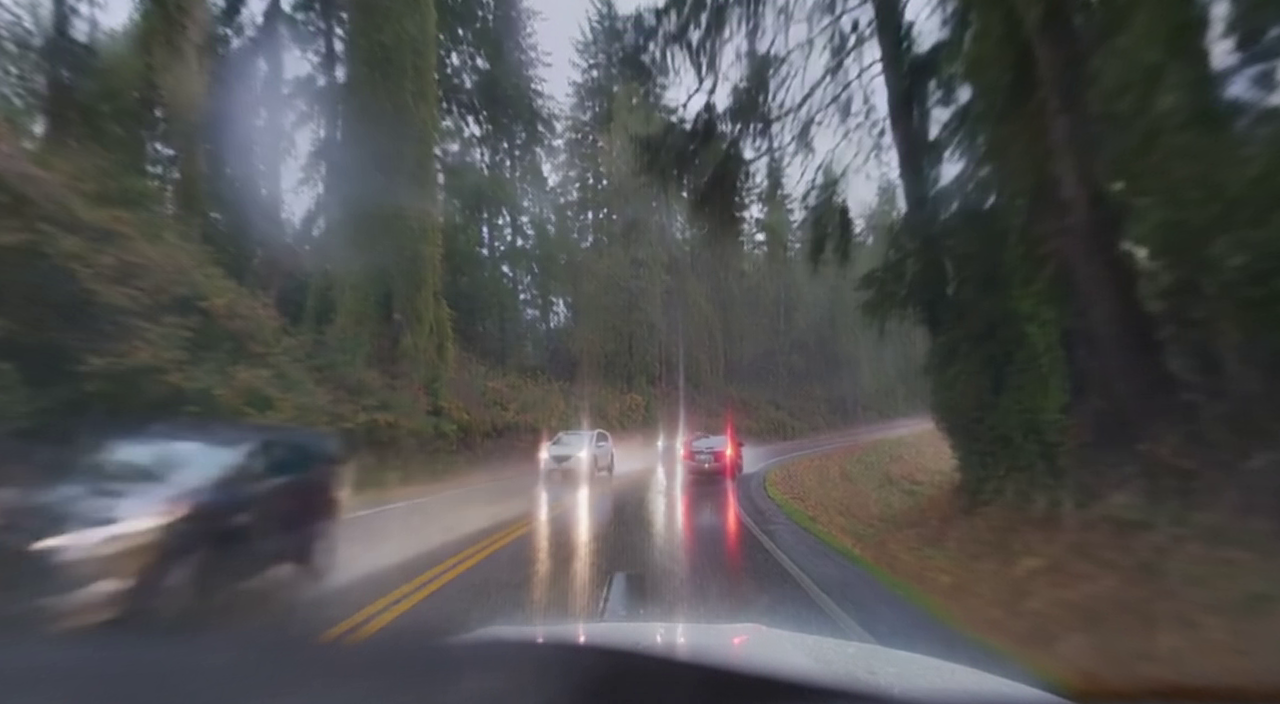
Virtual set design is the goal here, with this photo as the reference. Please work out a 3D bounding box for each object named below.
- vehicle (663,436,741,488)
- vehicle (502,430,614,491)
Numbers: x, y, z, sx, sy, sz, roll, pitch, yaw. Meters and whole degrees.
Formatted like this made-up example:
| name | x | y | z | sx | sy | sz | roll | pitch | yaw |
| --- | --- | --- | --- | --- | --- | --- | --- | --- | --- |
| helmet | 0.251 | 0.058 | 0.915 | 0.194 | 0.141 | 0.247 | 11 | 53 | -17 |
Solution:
| name | x | y | z | sx | sy | sz | roll | pitch | yaw |
| --- | --- | --- | --- | --- | --- | --- | --- | --- | --- |
| vehicle | 2.224 | 3.674 | 21.509 | 2.274 | 1.583 | 4.349 | -1 | -8 | 10 |
| vehicle | -2.522 | 3.479 | 20.674 | 2.347 | 1.757 | 4.359 | -2 | -8 | 11 |
